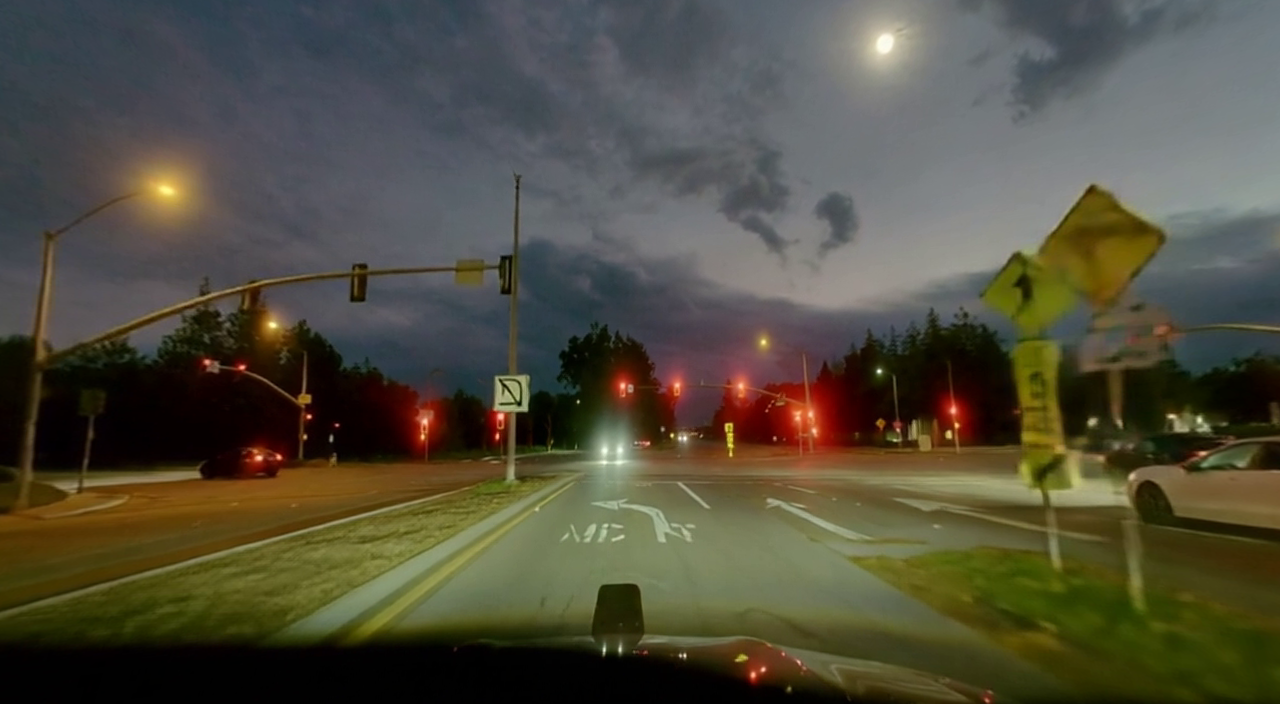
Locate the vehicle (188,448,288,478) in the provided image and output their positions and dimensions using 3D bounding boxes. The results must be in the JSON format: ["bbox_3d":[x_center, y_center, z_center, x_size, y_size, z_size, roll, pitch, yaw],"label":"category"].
[{"bbox_3d":[-24.728,6.839,39.003,4.706,1.734,2.253,-1,-8,6],"label":"vehicle"}]

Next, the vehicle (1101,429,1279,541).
[{"bbox_3d":[9.593,1.934,9.475,1.933,1.500,4.458,0,-8,-1],"label":"vehicle"}]
